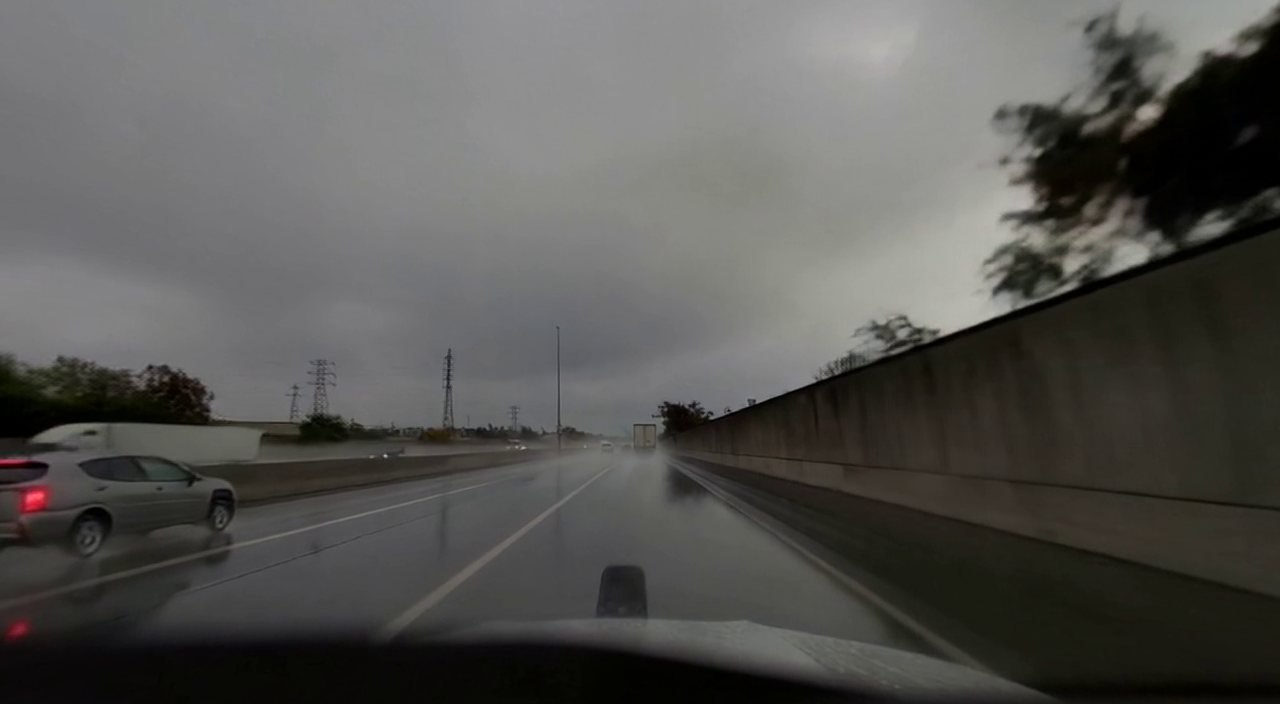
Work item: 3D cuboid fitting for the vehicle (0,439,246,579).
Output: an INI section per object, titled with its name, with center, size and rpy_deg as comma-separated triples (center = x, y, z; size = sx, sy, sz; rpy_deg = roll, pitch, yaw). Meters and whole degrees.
[vehicle]
center = -7.784, 1.934, 8.526
size = 1.979, 1.470, 4.485
rpy_deg = 0, -8, 1
